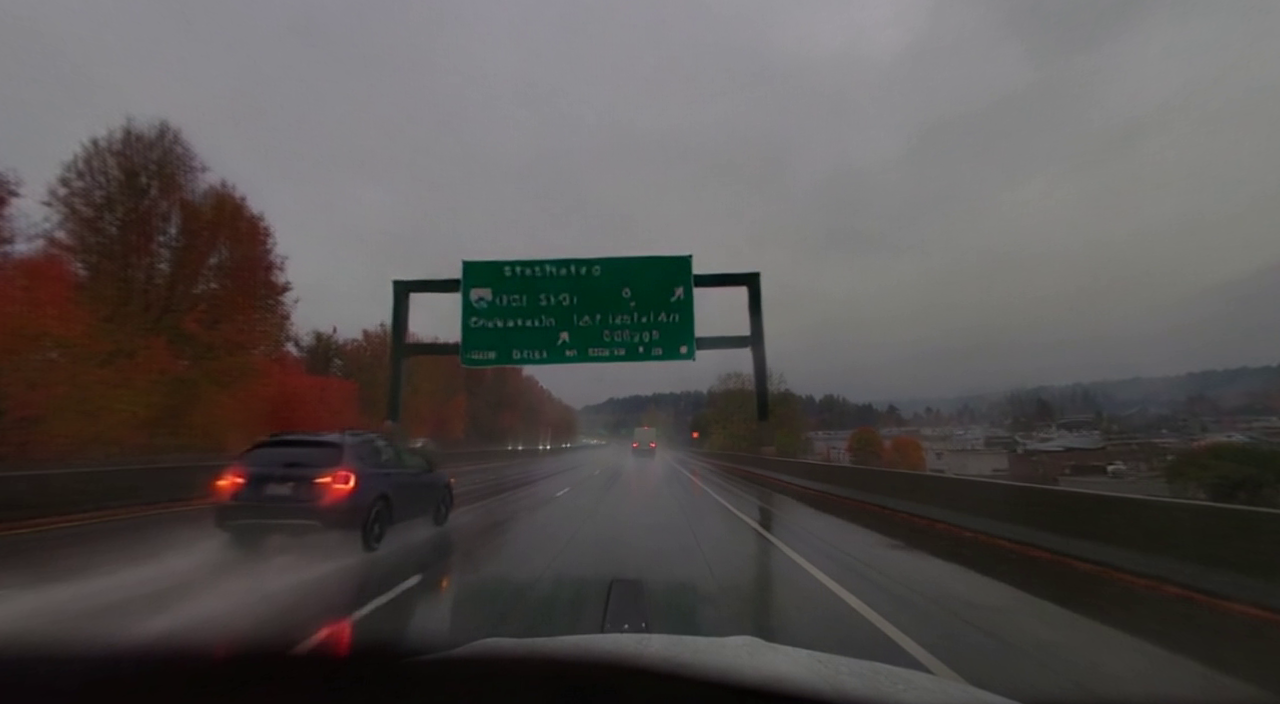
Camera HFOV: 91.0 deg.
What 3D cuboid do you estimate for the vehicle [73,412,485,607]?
[{"bbox_3d":[-3.555,1.633,7.605,2.061,1.572,4.814,0,-8,1],"label":"vehicle"}]
